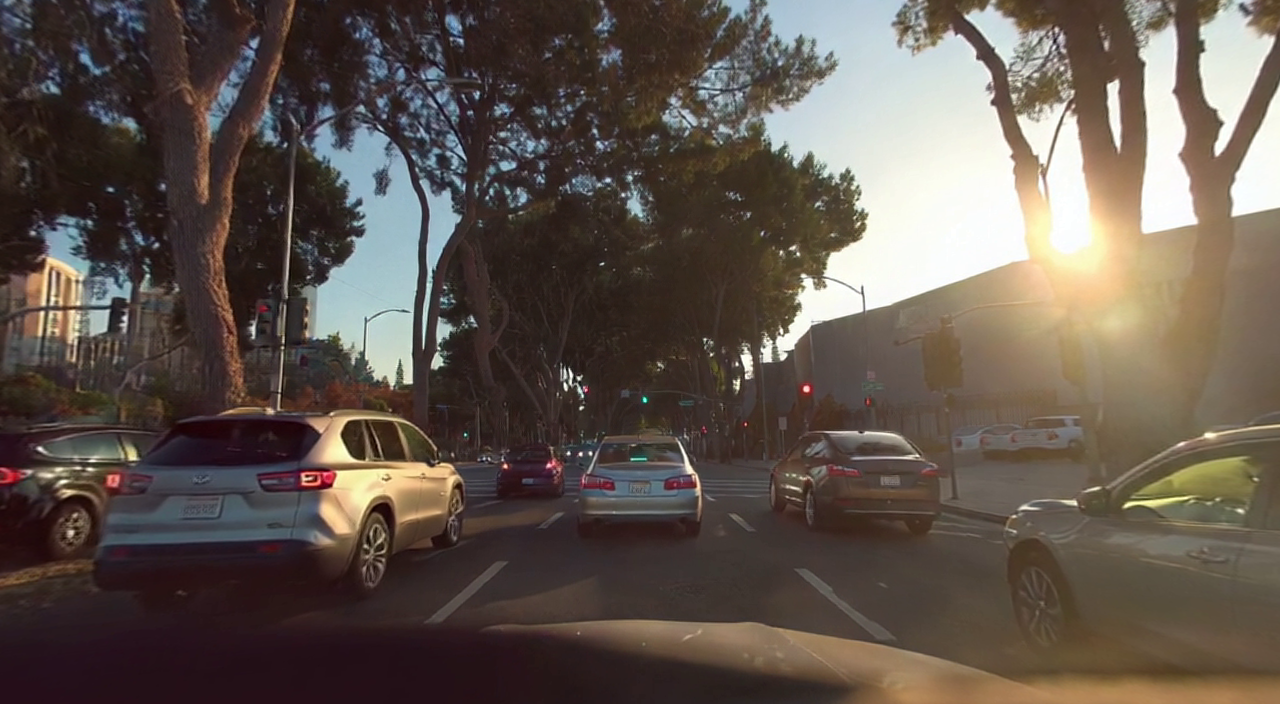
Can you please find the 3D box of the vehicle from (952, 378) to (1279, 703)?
[{"bbox_3d":[3.313,0.956,2.738,1.899,1.588,3.888,0,-9,0],"label":"vehicle"}]

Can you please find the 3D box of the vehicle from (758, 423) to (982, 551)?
[{"bbox_3d":[3.427,2.096,10.491,2.040,1.647,4.379,0,-8,0],"label":"vehicle"}]

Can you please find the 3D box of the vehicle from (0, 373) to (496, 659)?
[{"bbox_3d":[-3.114,1.355,6.277,2.168,1.750,4.625,-1,-8,1],"label":"vehicle"}]

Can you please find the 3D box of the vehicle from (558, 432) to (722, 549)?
[{"bbox_3d":[-0.009,2.116,10.295,2.147,1.507,3.953,0,-8,0],"label":"vehicle"}]

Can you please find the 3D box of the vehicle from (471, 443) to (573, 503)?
[{"bbox_3d":[-3.079,3.248,17.365,1.975,1.420,4.196,0,-8,1],"label":"vehicle"}]
